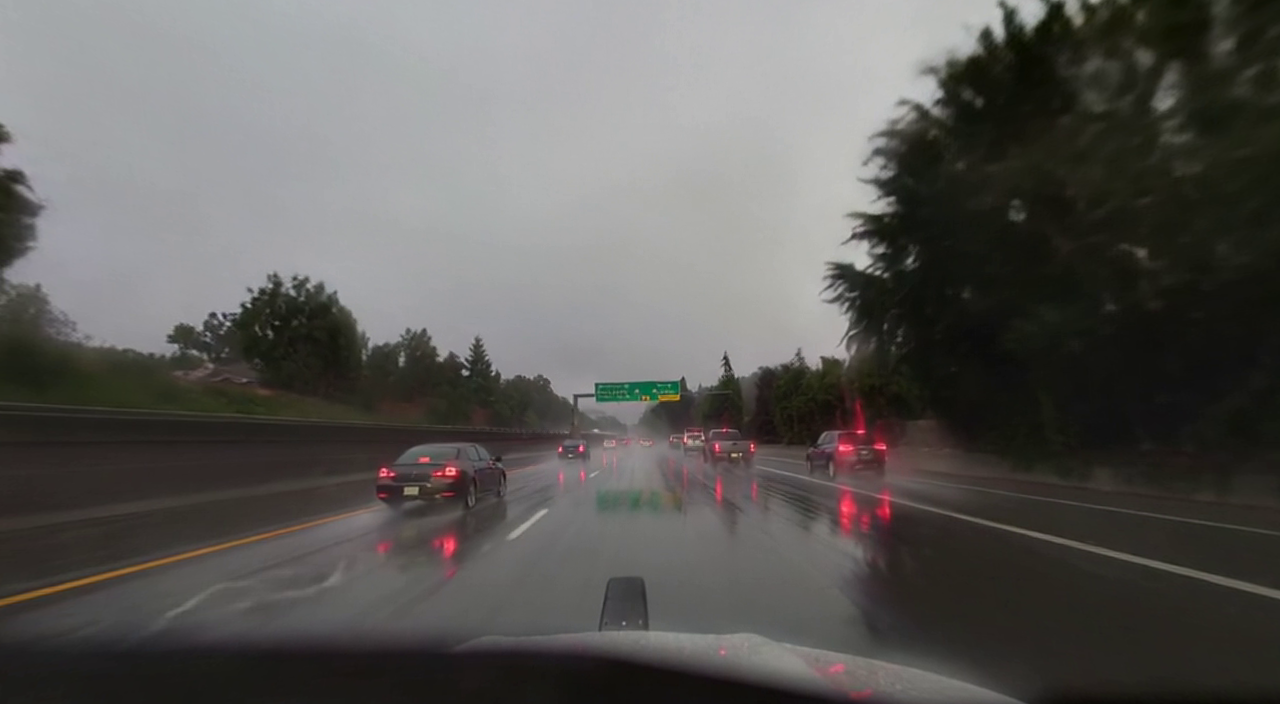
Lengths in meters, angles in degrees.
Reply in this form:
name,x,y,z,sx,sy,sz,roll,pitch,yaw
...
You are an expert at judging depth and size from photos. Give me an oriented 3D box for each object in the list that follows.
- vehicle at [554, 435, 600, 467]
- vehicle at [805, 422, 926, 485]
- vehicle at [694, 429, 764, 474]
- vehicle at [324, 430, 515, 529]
name,x,y,z,sx,sy,sz,roll,pitch,yaw
vehicle,-3.371,5.411,34.489,2.020,1.628,4.248,0,-8,1
vehicle,7.908,3.637,22.903,2.291,1.968,5.662,0,-8,0
vehicle,4.137,4.762,30.427,2.517,1.935,5.552,0,-8,-1
vehicle,-3.737,2.231,11.593,1.978,1.473,4.073,0,-8,1
